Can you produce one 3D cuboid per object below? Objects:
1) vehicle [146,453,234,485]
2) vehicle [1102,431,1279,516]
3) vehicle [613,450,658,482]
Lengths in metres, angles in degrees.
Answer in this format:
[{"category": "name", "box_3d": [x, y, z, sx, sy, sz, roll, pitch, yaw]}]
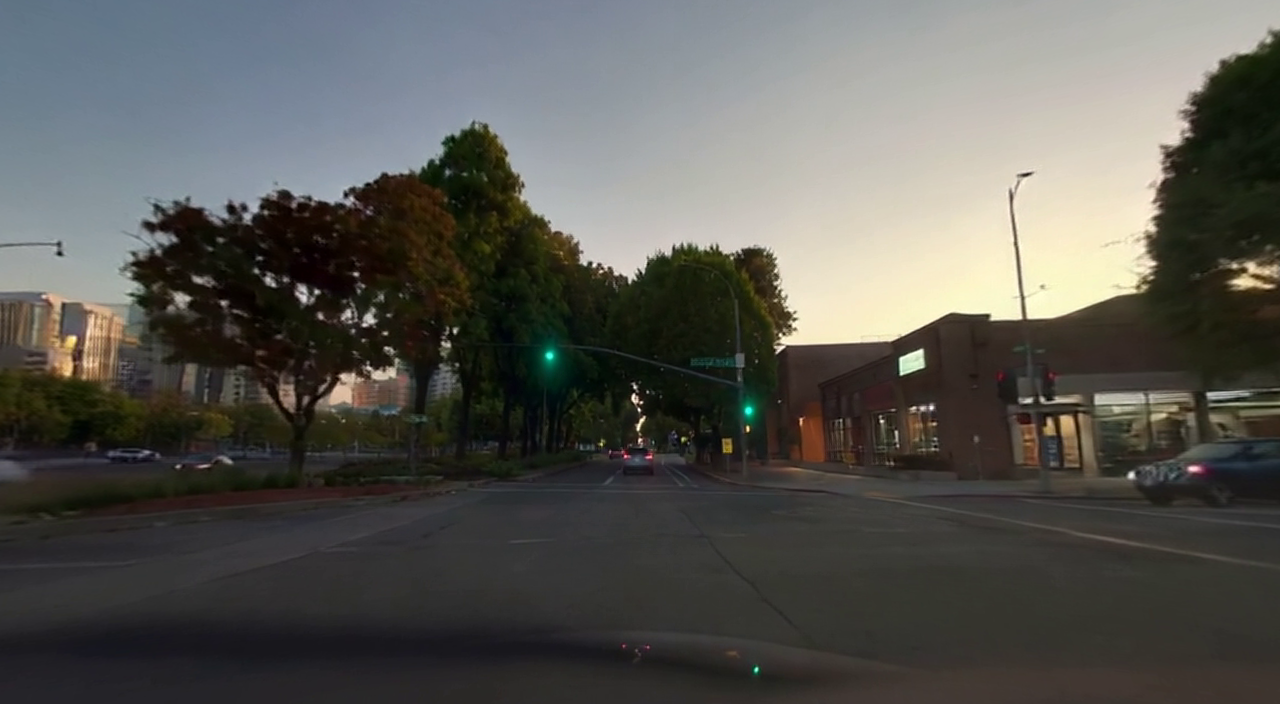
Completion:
[{"category": "vehicle", "box_3d": [-26.891, 6.972, 37.957, 1.969, 1.693, 4.461, 0, -8, 1]}, {"category": "vehicle", "box_3d": [14.497, 2.866, 15.171, 5.174, 1.878, 2.000, 0, -8, -1]}, {"category": "vehicle", "box_3d": [-0.187, 5.688, 31.818, 2.115, 1.461, 3.976, 0, -8, 1]}]
